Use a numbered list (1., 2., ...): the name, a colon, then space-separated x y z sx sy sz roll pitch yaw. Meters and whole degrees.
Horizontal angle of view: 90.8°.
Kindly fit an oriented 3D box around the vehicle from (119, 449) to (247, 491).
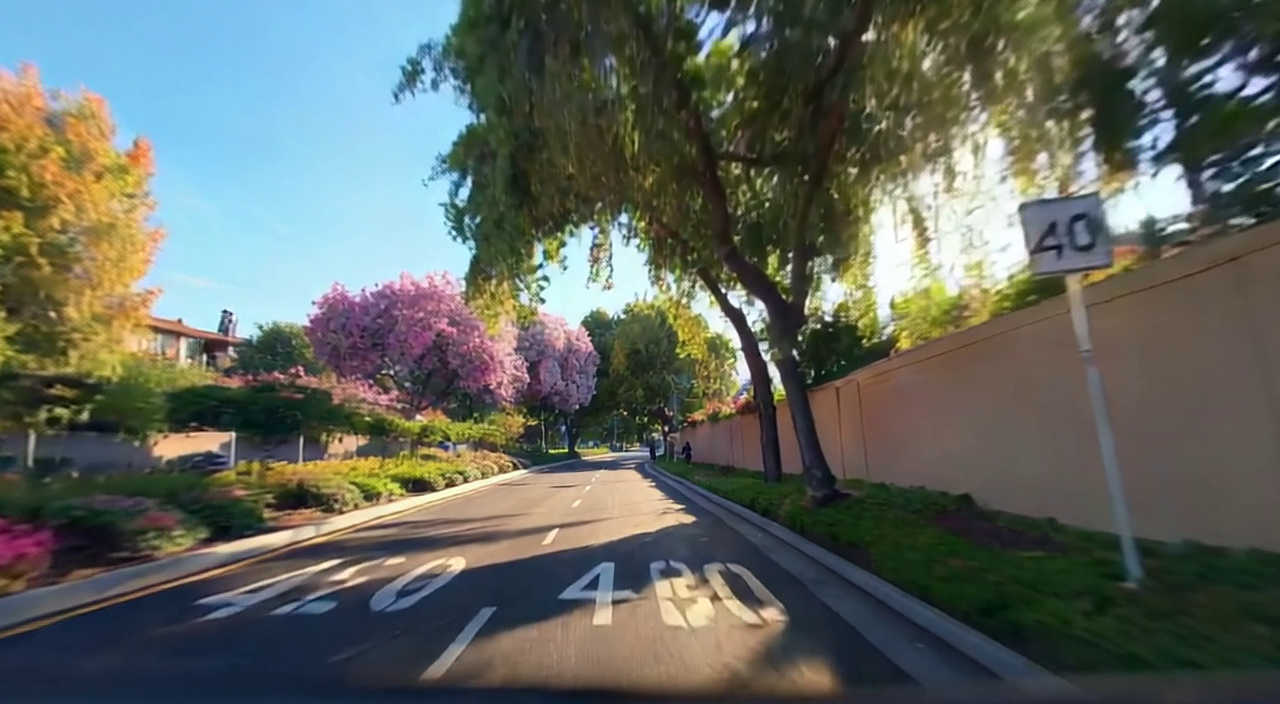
1. vehicle: -16.978 4.366 23.745 1.827 1.404 4.141 1 -8 -3
